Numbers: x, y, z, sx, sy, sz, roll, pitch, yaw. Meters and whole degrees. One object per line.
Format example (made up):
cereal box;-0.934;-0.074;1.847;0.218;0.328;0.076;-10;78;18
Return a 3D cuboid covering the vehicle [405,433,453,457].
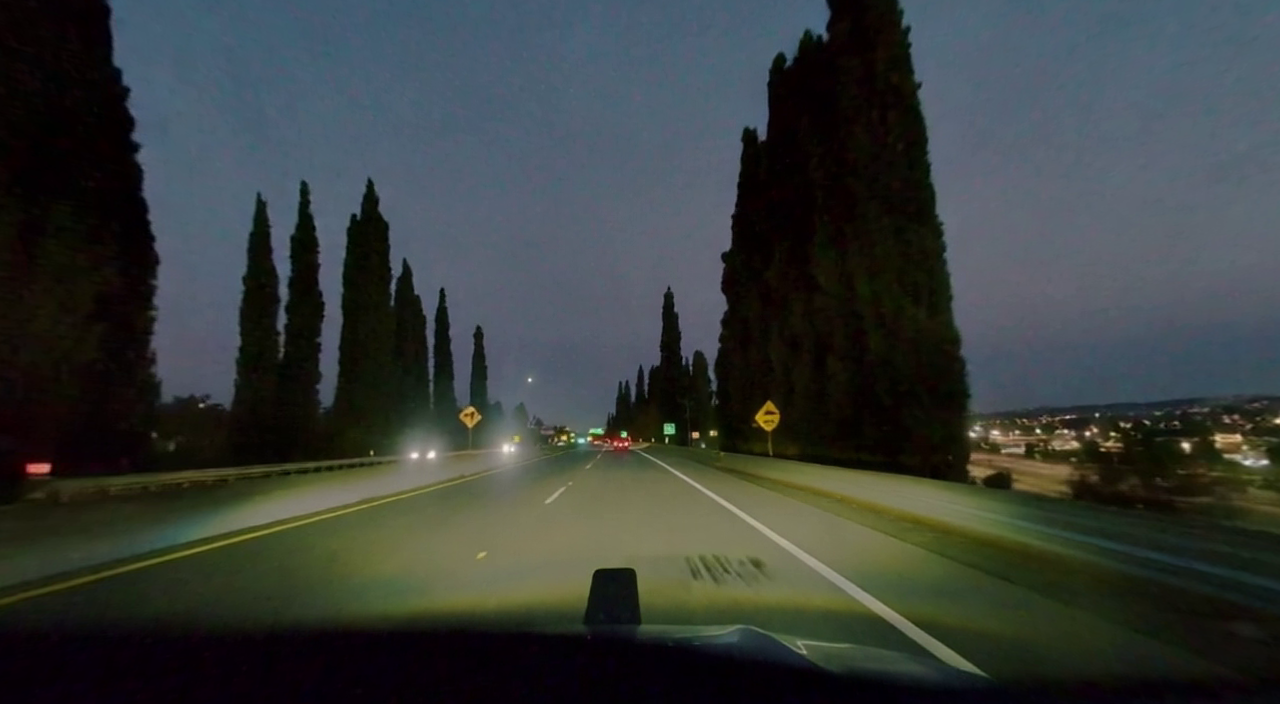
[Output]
vehicle;-14.495;6.402;43.548;1.959;1.566;4.102;0;-8;-1
